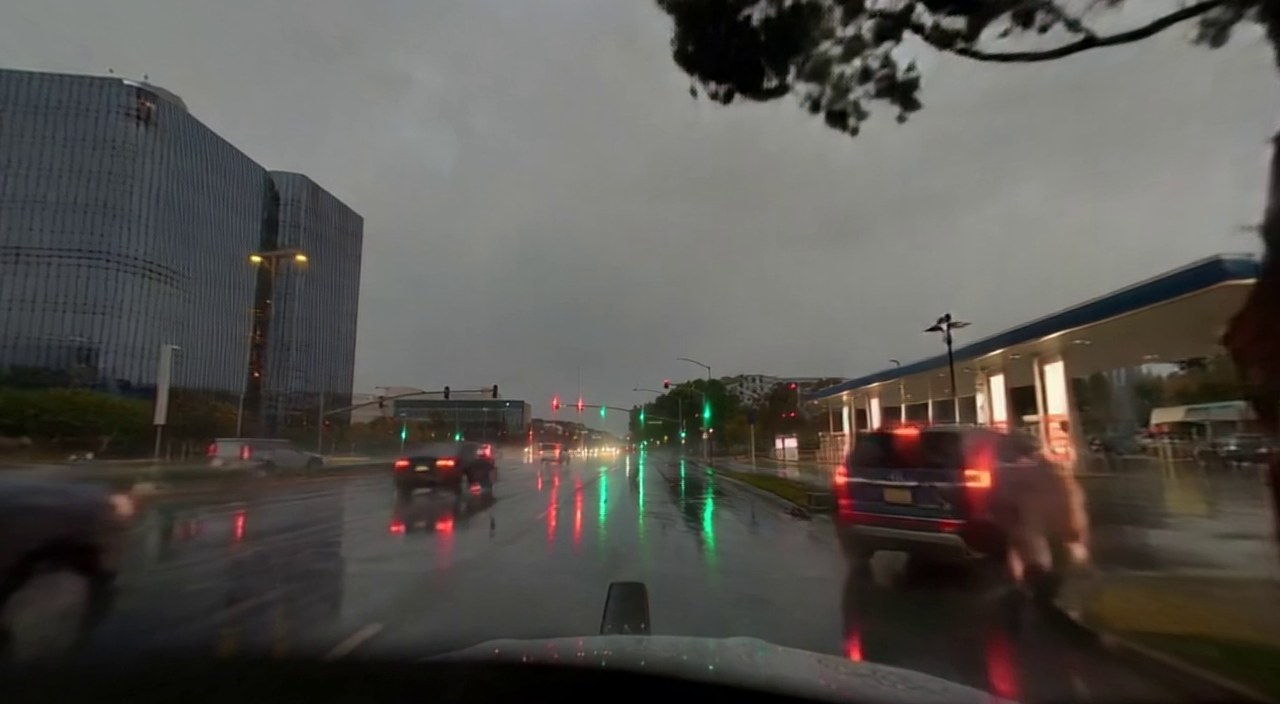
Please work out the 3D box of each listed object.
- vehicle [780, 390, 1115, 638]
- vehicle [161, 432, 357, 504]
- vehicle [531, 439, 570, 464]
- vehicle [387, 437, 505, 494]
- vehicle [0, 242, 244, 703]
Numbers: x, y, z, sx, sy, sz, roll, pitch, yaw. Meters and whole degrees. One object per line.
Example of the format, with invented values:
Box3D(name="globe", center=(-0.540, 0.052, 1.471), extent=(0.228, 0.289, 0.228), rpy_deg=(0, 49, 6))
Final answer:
Box3D(name="vehicle", center=(3.670, 1.509, 7.006), extent=(2.169, 1.751, 4.613), rpy_deg=(-7, -11, 39))
Box3D(name="vehicle", center=(-9.360, 2.876, 16.106), extent=(1.965, 1.541, 4.718), rpy_deg=(0, -8, 1))
Box3D(name="vehicle", center=(-6.270, 7.030, 44.586), extent=(2.018, 1.658, 4.391), rpy_deg=(0, -8, 1))
Box3D(name="vehicle", center=(-5.603, 3.325, 18.892), extent=(1.900, 1.473, 4.425), rpy_deg=(-1, -8, 4))
Box3D(name="vehicle", center=(-3.952, 0.355, 0.778), extent=(2.602, 2.091, 6.347), rpy_deg=(-1, -8, 2))
